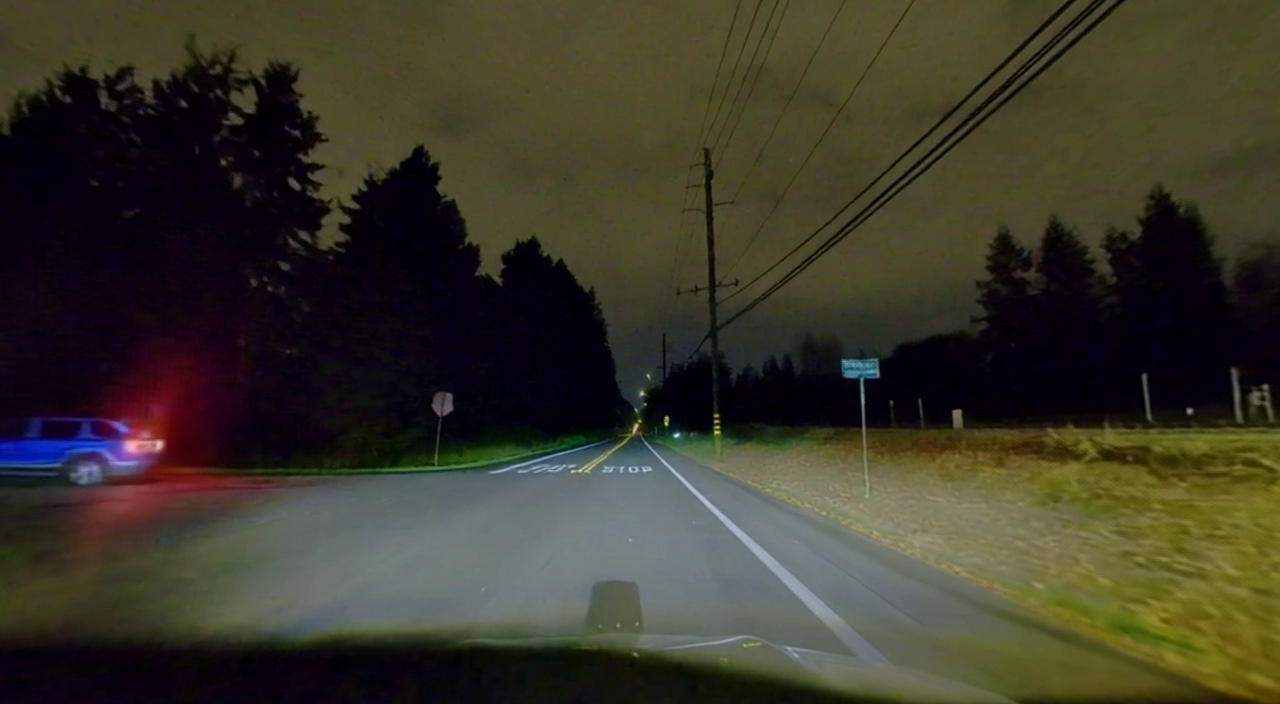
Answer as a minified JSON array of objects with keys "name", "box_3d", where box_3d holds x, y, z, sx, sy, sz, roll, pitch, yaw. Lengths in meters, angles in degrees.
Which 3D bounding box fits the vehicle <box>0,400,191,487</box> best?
[{"name":"vehicle","box_3d":[-14.620,2.284,15.762,5.020,1.973,2.348,3,-9,-21]}]
